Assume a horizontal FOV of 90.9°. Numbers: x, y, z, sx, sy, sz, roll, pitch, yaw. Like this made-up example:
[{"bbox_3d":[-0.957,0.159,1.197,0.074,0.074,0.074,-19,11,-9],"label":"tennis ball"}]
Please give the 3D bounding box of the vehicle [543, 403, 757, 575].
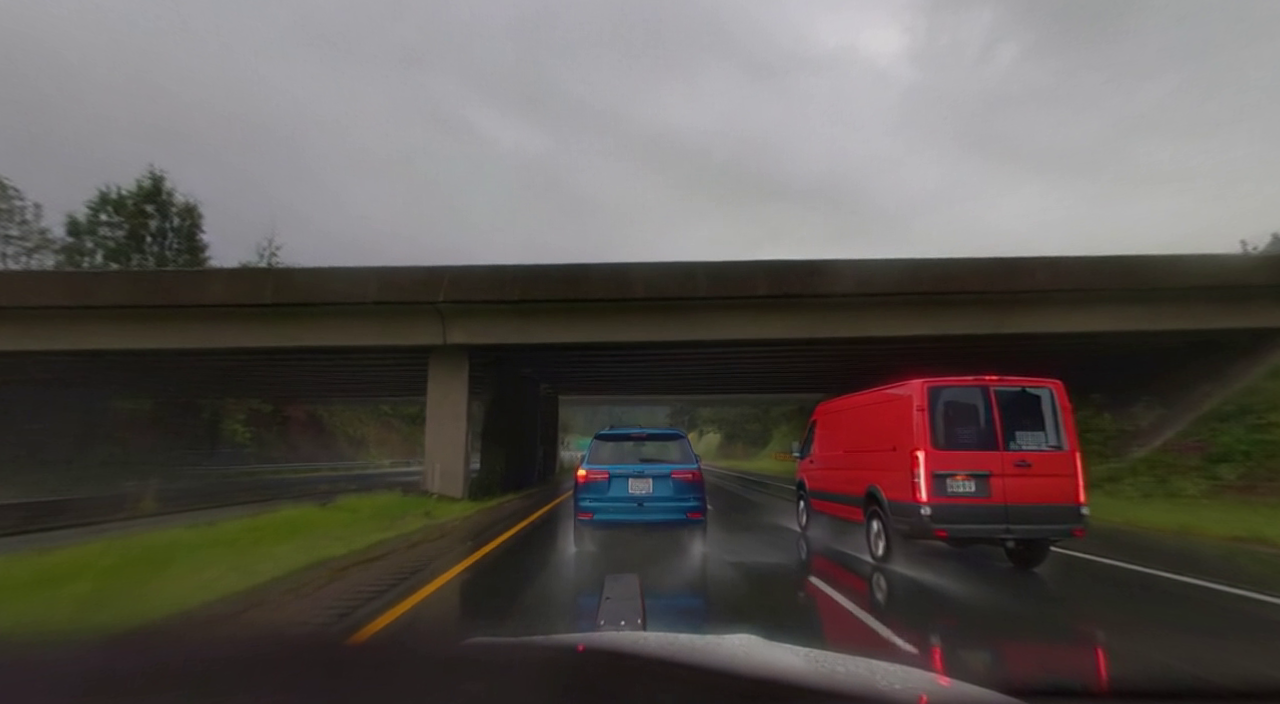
[{"bbox_3d":[0.111,1.783,8.864,2.288,1.823,4.059,0,-9,0],"label":"vehicle"}]
